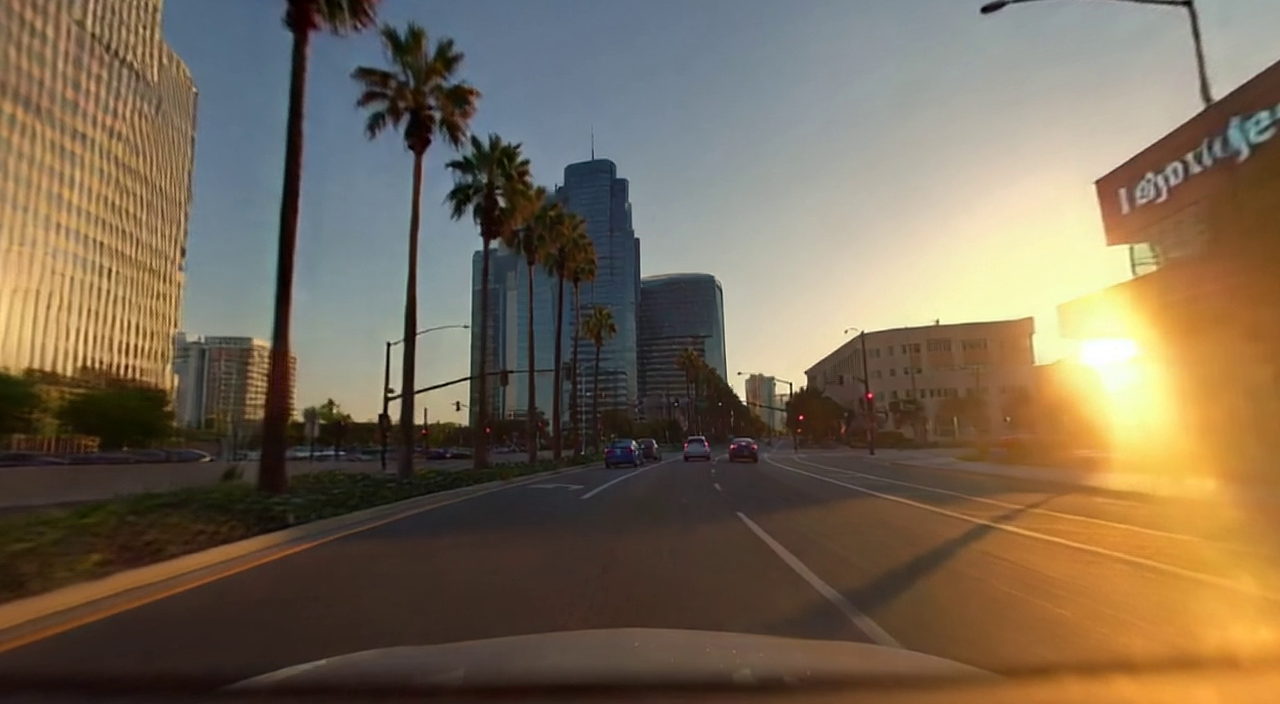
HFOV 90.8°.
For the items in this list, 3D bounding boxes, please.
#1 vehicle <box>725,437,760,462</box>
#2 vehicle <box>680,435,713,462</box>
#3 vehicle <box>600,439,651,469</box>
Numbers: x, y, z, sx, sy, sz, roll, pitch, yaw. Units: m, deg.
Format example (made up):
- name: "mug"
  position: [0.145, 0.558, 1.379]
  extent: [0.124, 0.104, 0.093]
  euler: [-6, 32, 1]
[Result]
- name: "vehicle"
  position: [6.712, 6.410, 41.658]
  extent: [1.936, 1.567, 3.896]
  euler: [-1, -9, 5]
- name: "vehicle"
  position: [3.967, 6.671, 43.669]
  extent: [2.060, 1.730, 4.257]
  euler: [-1, -9, 8]
- name: "vehicle"
  position: [-0.680, 5.395, 33.650]
  extent: [1.962, 1.480, 4.605]
  euler: [-1, -9, 9]
